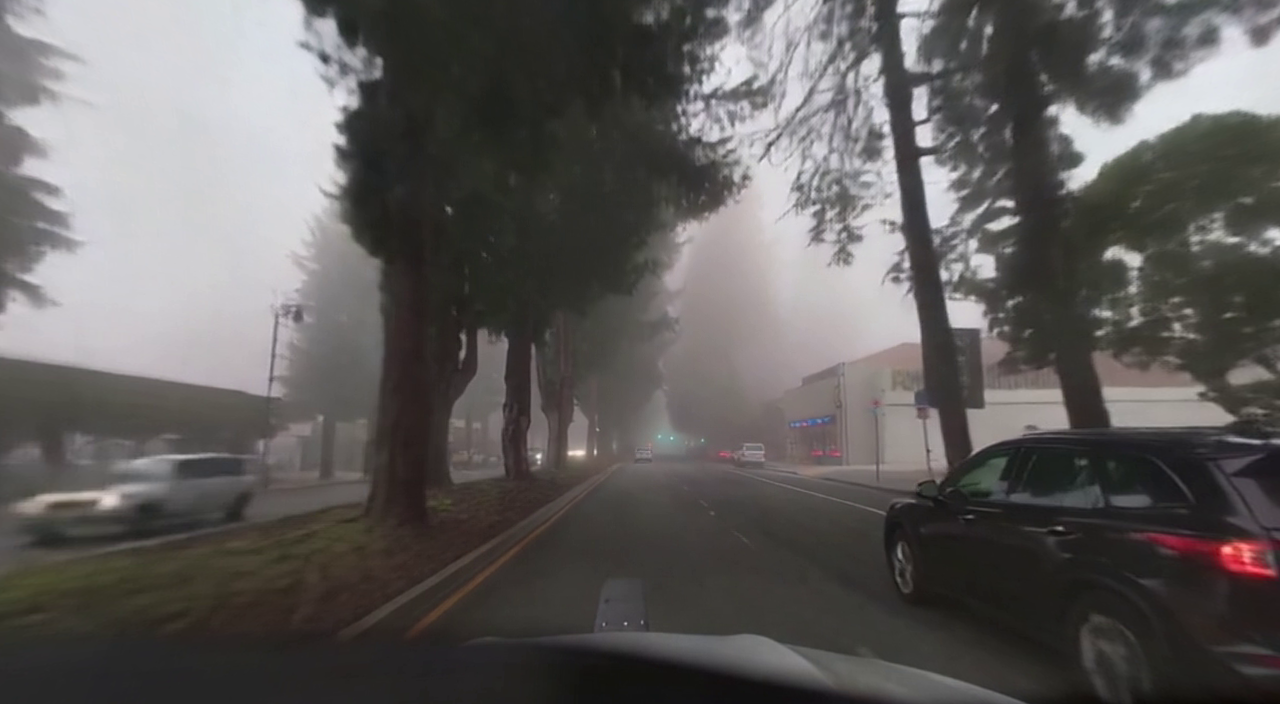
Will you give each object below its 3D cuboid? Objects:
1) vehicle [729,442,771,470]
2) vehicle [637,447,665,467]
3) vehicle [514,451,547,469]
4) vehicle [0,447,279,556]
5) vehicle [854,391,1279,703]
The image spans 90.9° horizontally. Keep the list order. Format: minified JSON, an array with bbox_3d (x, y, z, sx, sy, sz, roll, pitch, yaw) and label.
[{"bbox_3d":[7.582,7.180,43.776,2.050,1.838,4.535,0,-8,0],"label":"vehicle"},{"bbox_3d":[0.737,7.564,45.555,1.945,1.343,3.827,0,-8,0],"label":"vehicle"},{"bbox_3d":[-8.415,8.322,48.619,1.748,1.278,4.300,0,-8,0],"label":"vehicle"},{"bbox_3d":[-8.462,2.396,10.881,1.922,1.464,4.201,0,-8,1],"label":"vehicle"},{"bbox_3d":[3.037,1.151,3.870,1.989,1.498,4.050,0,-8,0],"label":"vehicle"}]
